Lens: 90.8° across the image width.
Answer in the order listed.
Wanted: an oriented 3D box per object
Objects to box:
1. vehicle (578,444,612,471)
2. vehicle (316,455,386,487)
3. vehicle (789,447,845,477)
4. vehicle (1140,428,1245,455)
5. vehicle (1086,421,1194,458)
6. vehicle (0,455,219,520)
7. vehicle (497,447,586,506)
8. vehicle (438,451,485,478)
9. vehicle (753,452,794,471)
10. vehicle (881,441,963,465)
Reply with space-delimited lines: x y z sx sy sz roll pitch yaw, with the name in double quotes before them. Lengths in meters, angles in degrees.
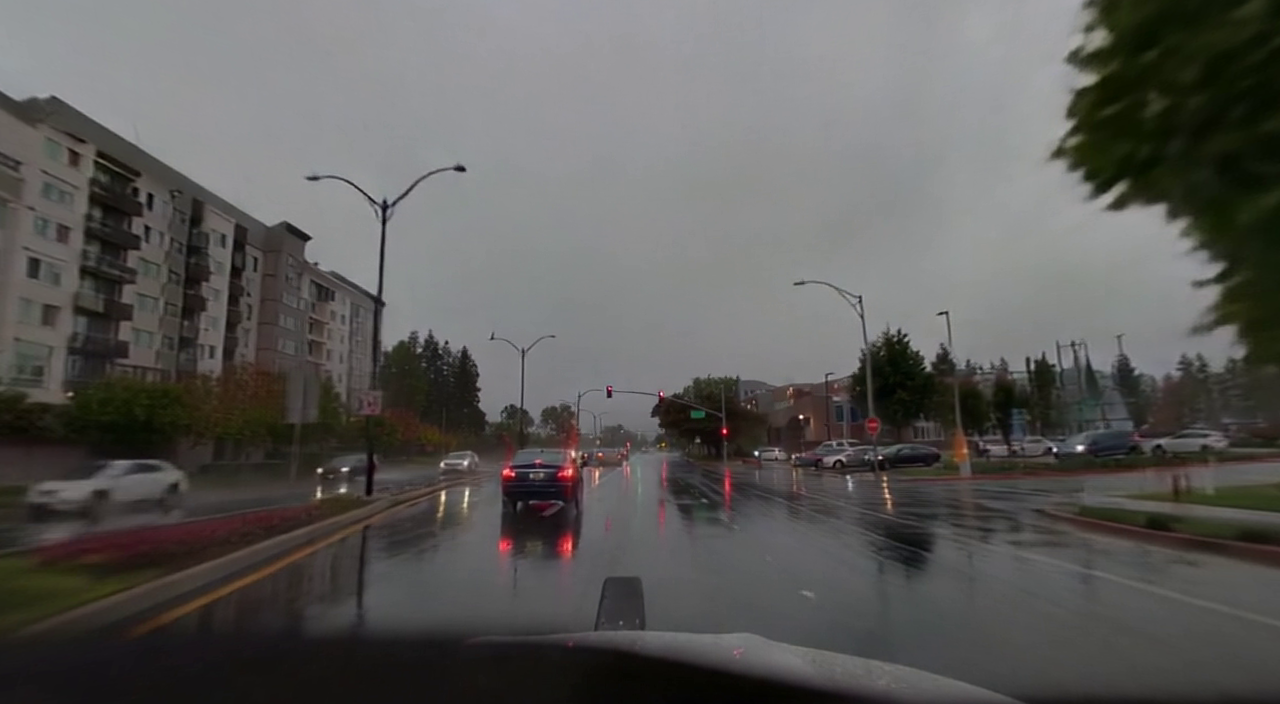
"vehicle" -3.310 7.899 47.387 2.220 1.888 4.904 0 -9 0
"vehicle" -14.436 5.951 31.800 1.808 1.444 3.609 0 -9 -1
"vehicle" 10.476 6.529 37.757 1.975 1.677 4.400 0 -9 -1
"vehicle" 34.035 5.540 39.006 4.531 1.596 1.929 -1 -9 2
"vehicle" 33.402 5.893 42.329 5.156 2.086 2.144 -3 -11 1
"vehicle" -14.301 3.615 17.419 2.149 1.468 4.707 0 -9 -1
"vehicle" -2.663 3.484 18.116 2.144 1.447 4.421 0 -9 -4
"vehicle" -11.056 6.969 39.315 1.867 1.524 3.654 0 -9 0
"vehicle" 10.371 8.567 49.572 2.045 1.418 4.869 0 -9 -1
"vehicle" 18.549 6.655 41.743 4.416 1.519 1.988 -1 -9 2
